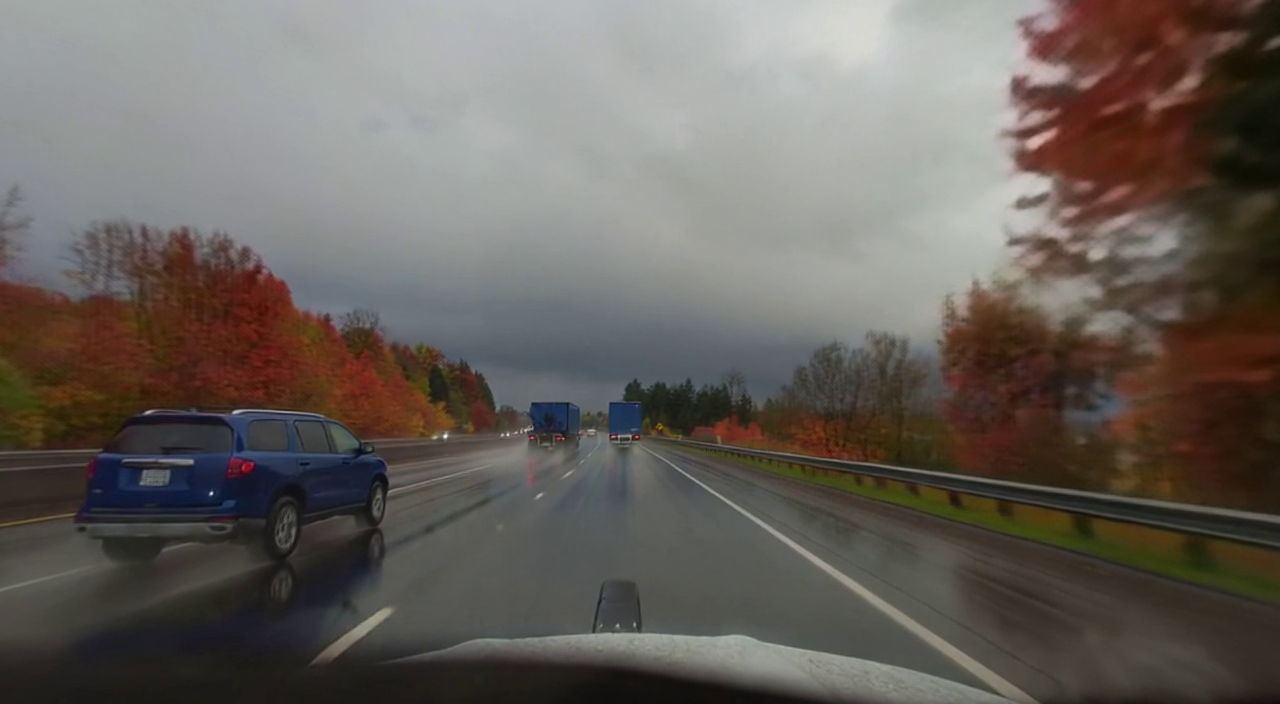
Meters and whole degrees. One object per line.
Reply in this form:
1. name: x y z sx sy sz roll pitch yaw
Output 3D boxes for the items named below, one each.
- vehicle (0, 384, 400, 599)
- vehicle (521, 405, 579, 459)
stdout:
1. vehicle: -4.668 1.391 7.232 2.089 1.669 4.515 0 -8 -1
2. vehicle: -4.817 4.441 34.735 2.383 2.726 5.677 0 -8 0
